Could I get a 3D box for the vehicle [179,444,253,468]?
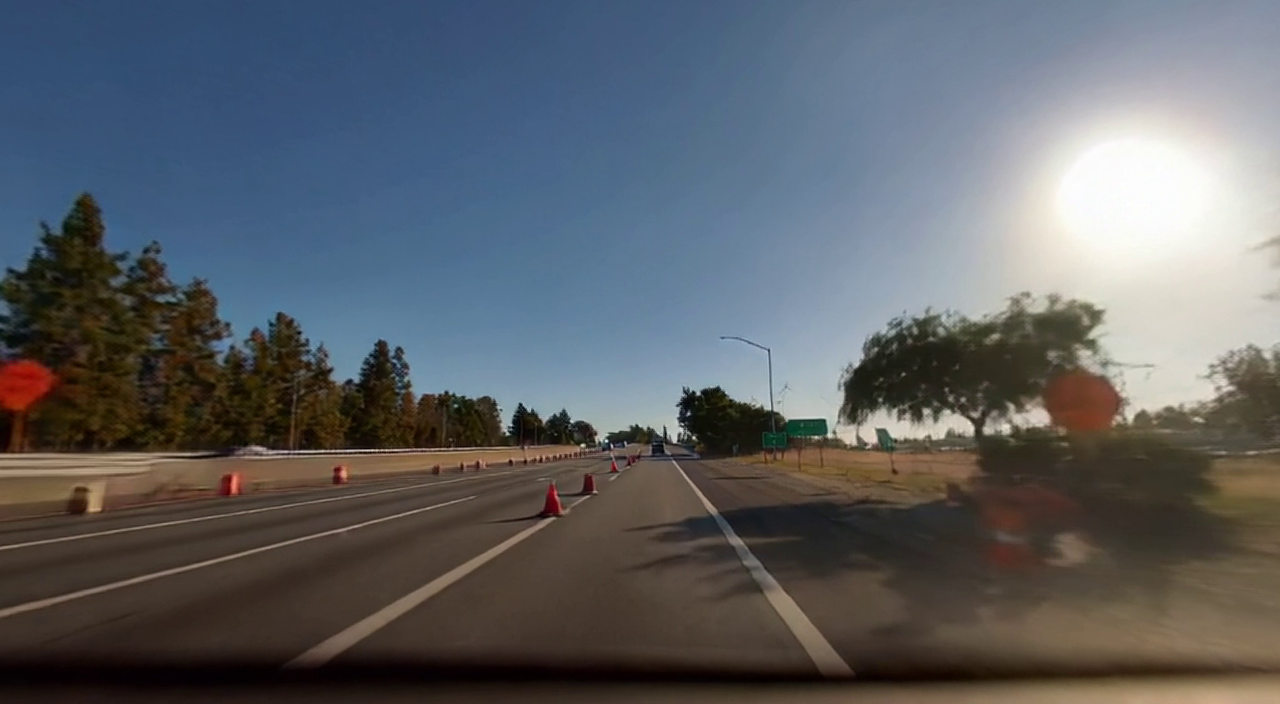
[{"bbox_3d":[-29.473,7.226,43.938,1.881,1.526,4.429,0,-8,3],"label":"vehicle"}]
